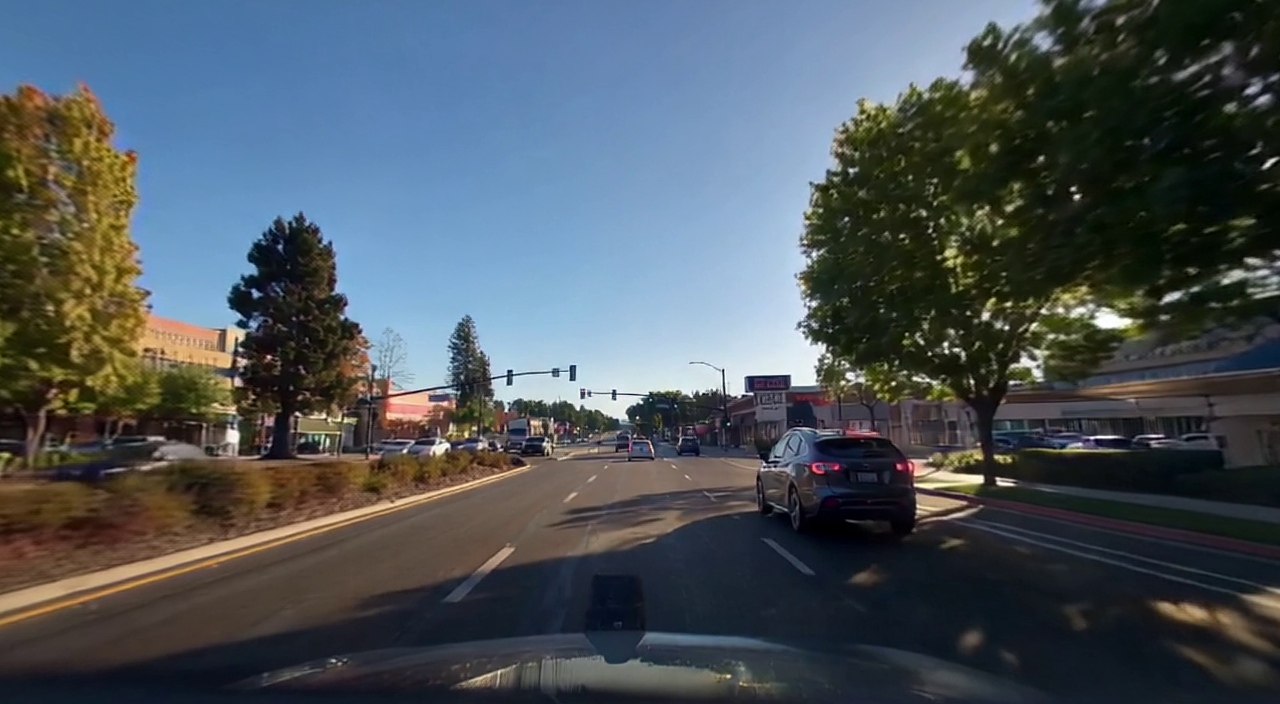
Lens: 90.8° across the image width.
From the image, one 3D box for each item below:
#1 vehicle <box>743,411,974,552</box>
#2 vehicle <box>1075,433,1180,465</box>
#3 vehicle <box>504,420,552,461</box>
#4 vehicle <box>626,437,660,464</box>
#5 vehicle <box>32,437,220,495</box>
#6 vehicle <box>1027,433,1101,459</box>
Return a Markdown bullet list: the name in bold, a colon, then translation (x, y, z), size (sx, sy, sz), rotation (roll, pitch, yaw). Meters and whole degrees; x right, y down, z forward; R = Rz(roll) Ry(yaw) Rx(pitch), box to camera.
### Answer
- **vehicle**: translation (3.004, 1.884, 9.896), size (1.969, 1.682, 4.387), rotation (0, -8, -1)
- **vehicle**: translation (25.609, 5.117, 33.421), size (1.924, 1.595, 4.372), rotation (0, -8, -2)
- **vehicle**: translation (-7.505, 6.001, 42.817), size (2.334, 2.525, 5.893), rotation (0, -8, -2)
- **vehicle**: translation (0.129, 6.040, 38.848), size (2.023, 1.532, 3.891), rotation (0, -8, -1)
- **vehicle**: translation (-15.027, 3.333, 18.885), size (1.849, 1.477, 4.513), rotation (0, -8, -1)
- **vehicle**: translation (31.329, 6.993, 46.856), size (1.980, 1.792, 4.850), rotation (0, -8, -1)
